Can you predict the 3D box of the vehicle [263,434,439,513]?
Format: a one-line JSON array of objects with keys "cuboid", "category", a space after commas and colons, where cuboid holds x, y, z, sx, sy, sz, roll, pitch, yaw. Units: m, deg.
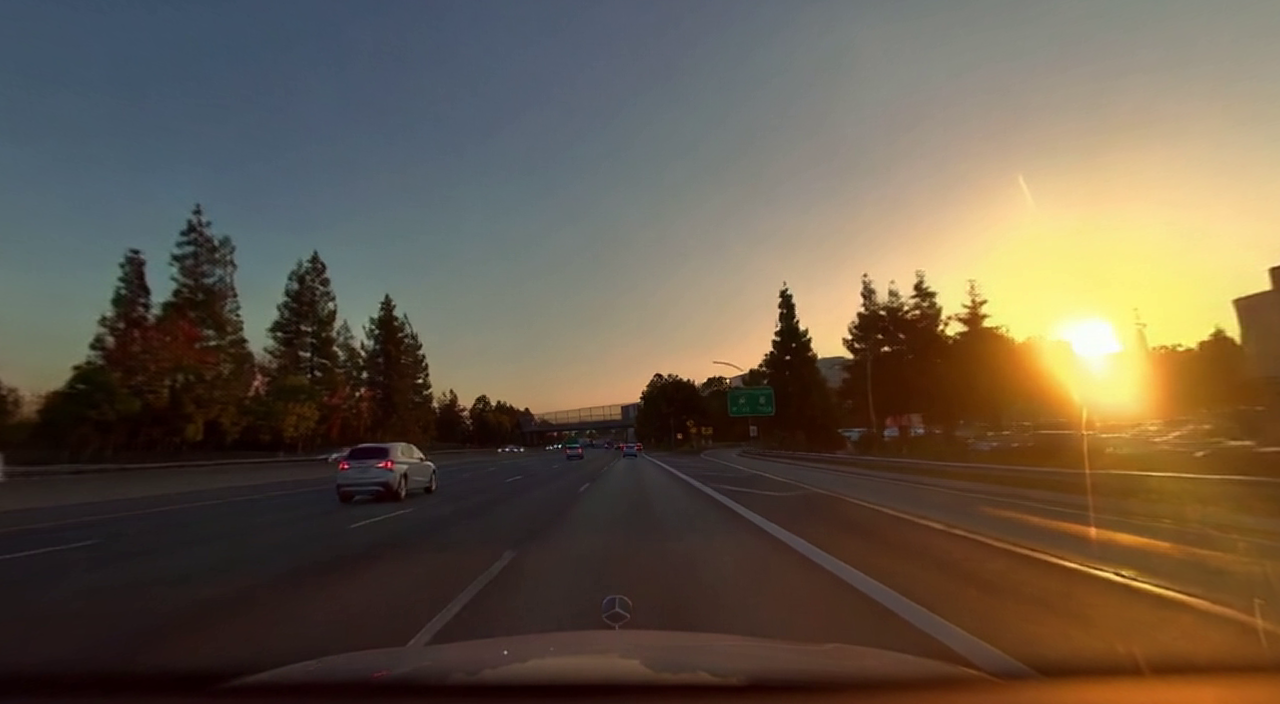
[{"cuboid": [-6.731, 2.872, 15.477, 2.016, 1.606, 4.806, 0, -9, 0], "category": "vehicle"}]
